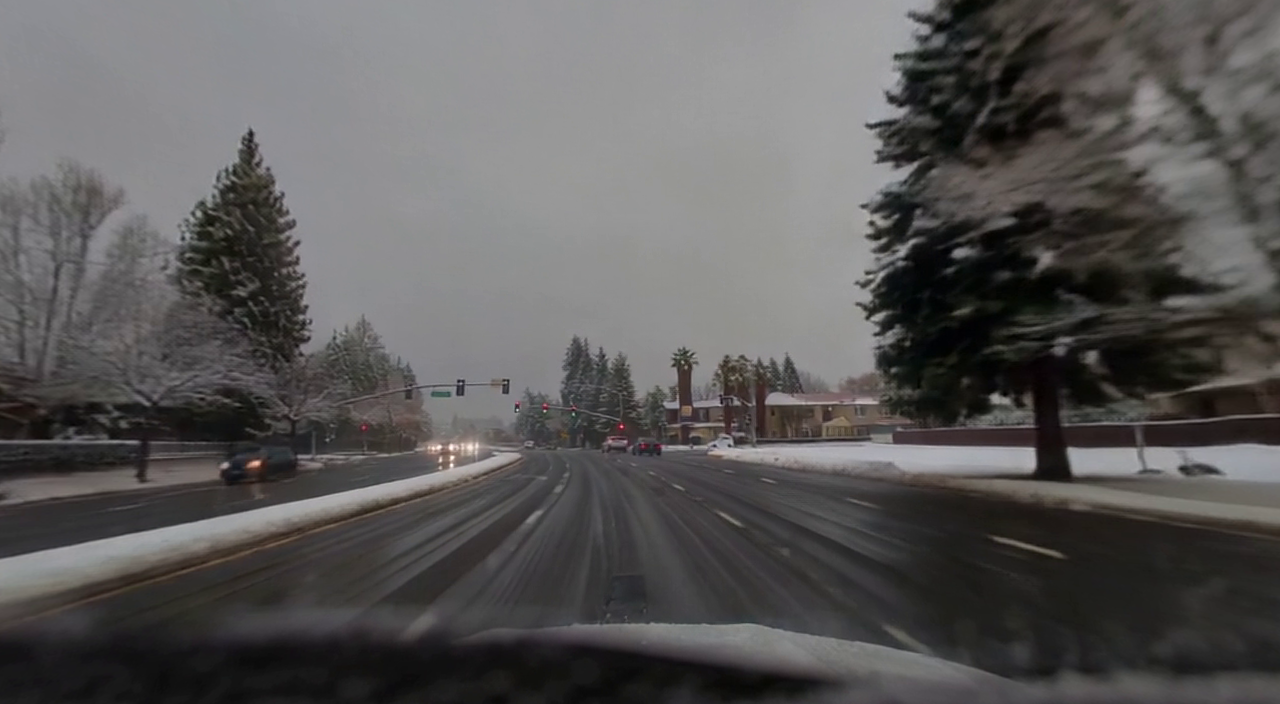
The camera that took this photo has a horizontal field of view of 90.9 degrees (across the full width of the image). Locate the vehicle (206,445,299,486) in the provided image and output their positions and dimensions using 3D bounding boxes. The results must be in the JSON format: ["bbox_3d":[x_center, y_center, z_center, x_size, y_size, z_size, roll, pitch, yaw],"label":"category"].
[{"bbox_3d":[-17.851,5.192,29.284,1.939,1.715,4.310,1,-8,-6],"label":"vehicle"}]
